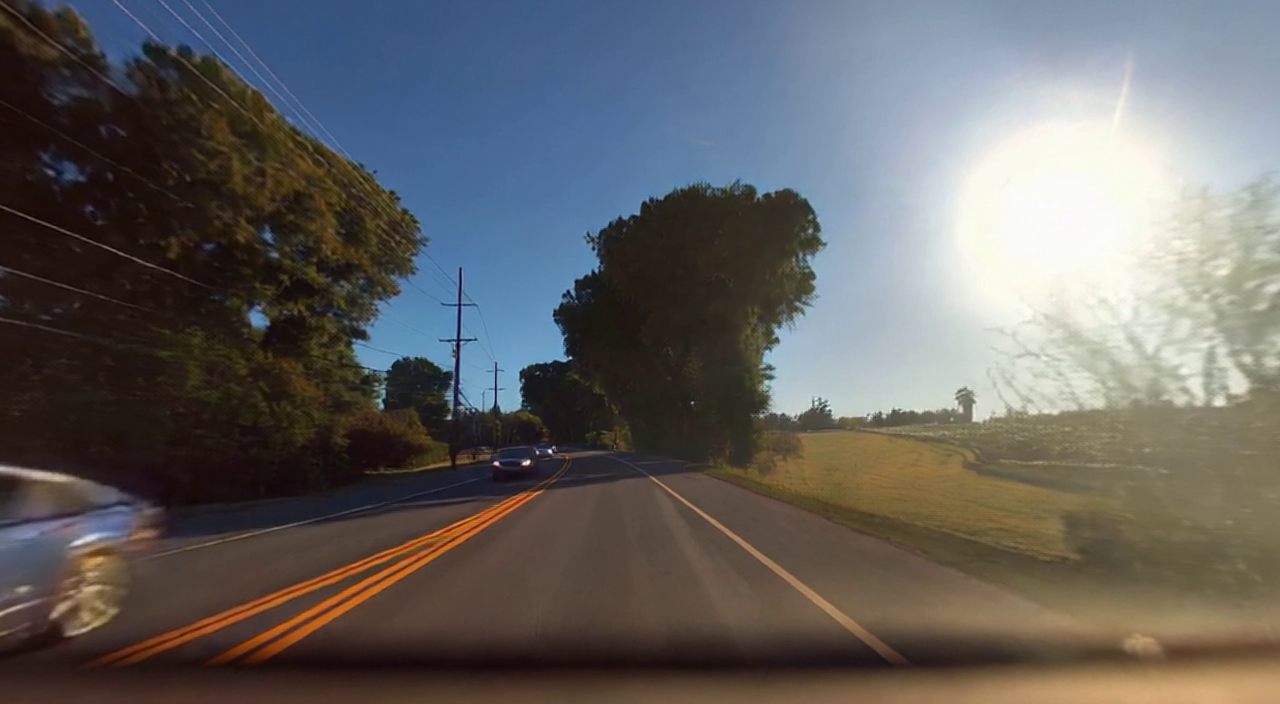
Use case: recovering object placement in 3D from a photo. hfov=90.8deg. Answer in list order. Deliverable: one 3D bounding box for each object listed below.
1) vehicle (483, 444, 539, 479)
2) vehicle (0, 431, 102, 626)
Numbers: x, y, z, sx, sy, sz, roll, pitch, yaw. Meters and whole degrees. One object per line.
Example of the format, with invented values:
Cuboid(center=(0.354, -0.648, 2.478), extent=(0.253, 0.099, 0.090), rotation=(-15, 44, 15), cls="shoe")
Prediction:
Cuboid(center=(-5.998, 5.113, 29.914), extent=(1.950, 1.522, 4.180), rotation=(0, -8, -3), cls="vehicle")
Cuboid(center=(-6.555, 1.294, 4.018), extent=(2.099, 1.640, 4.555), rotation=(0, -9, 2), cls="vehicle")
